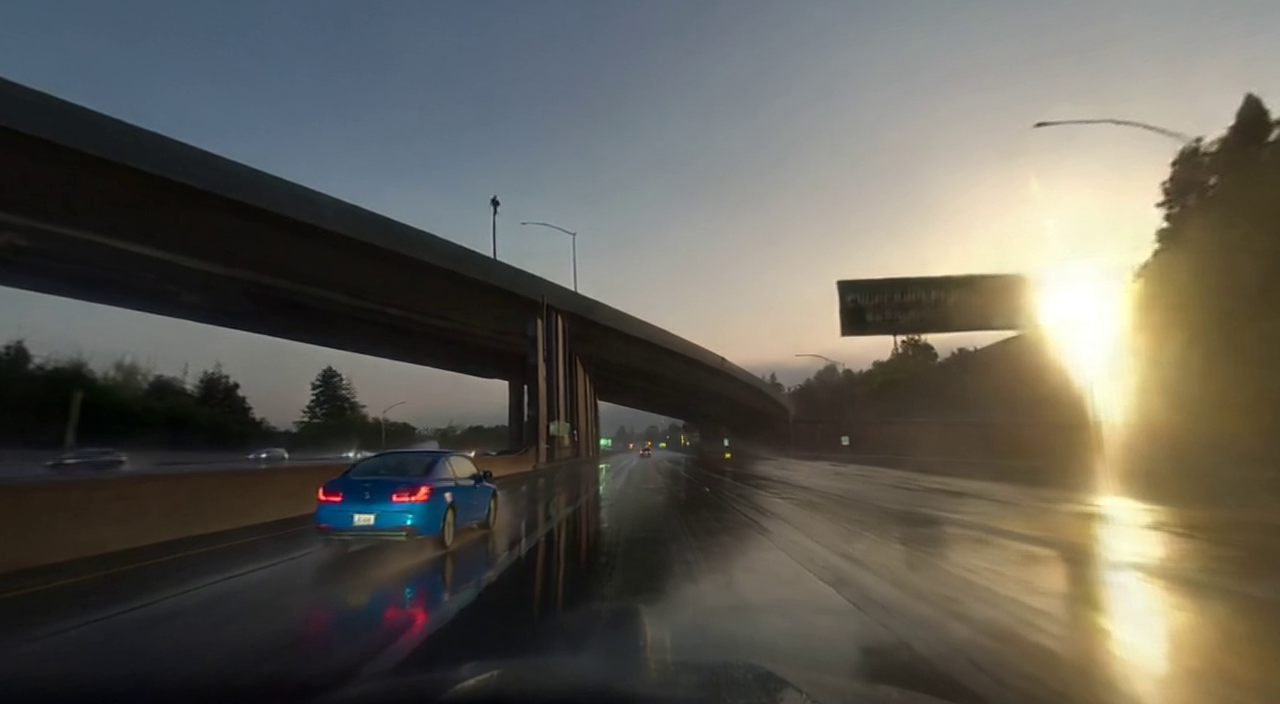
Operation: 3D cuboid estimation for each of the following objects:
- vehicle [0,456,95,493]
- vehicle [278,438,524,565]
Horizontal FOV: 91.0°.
[{"bbox_3d":[-26.590,5.333,27.693,1.692,1.456,3.847,0,-9,1],"label":"vehicle"},{"bbox_3d":[-3.223,2.089,9.588,2.044,1.478,4.114,0,-9,1],"label":"vehicle"}]
